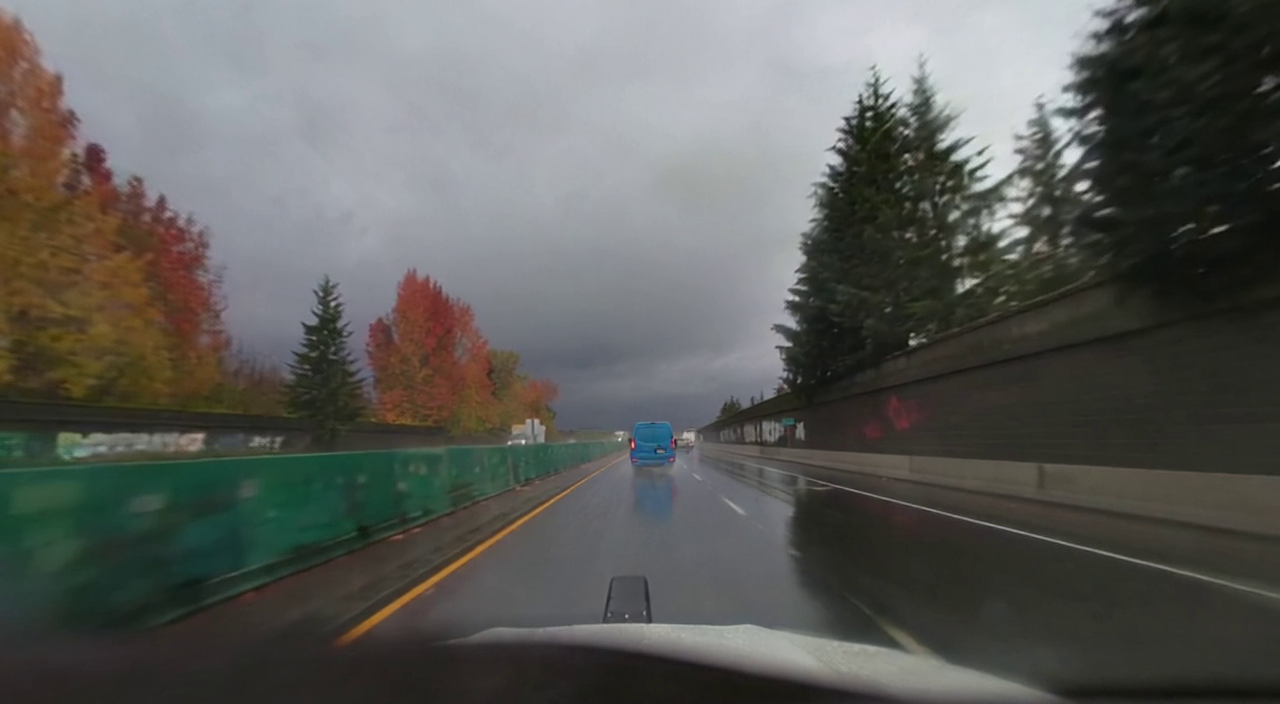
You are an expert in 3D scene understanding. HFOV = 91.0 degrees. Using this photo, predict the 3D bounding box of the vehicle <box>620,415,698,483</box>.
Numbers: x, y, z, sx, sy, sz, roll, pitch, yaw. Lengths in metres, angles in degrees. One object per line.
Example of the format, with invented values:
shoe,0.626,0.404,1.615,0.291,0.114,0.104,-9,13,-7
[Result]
vehicle,0.549,3.170,20.722,2.283,1.956,4.421,0,-8,0
